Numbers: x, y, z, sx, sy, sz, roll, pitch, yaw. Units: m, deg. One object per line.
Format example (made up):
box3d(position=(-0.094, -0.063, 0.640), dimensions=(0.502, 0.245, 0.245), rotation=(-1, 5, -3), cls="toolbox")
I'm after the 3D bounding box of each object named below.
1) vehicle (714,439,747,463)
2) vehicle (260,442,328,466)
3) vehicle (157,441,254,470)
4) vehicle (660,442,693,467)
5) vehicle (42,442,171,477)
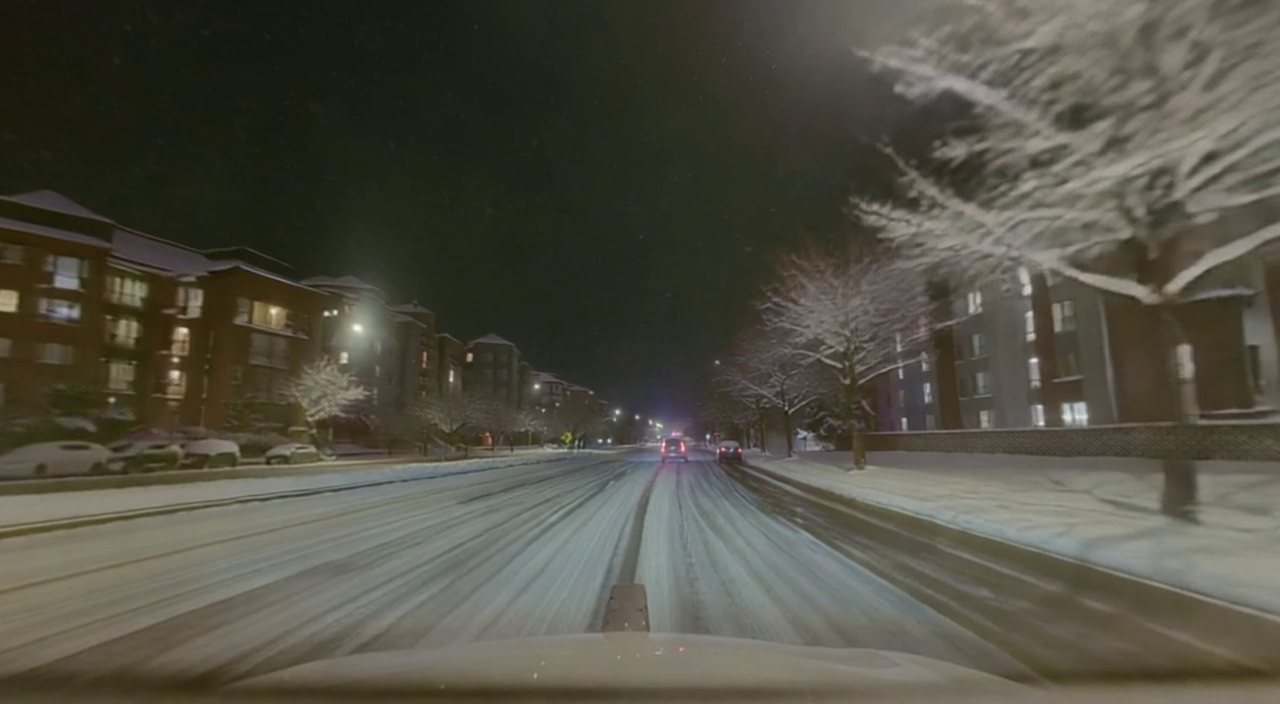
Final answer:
box3d(position=(6.688, 7.374, 47.126), dimensions=(2.121, 1.659, 4.675), rotation=(-1, -8, 5), cls="vehicle")
box3d(position=(-23.277, 6.843, 42.567), dimensions=(1.841, 1.493, 4.335), rotation=(-2, -9, 5), cls="vehicle")
box3d(position=(-24.061, 5.756, 35.158), dimensions=(1.814, 1.484, 4.474), rotation=(-1, -8, 8), cls="vehicle")
box3d(position=(2.166, 6.121, 37.916), dimensions=(1.871, 1.370, 4.206), rotation=(-1, -8, 3), cls="vehicle")
box3d(position=(-24.557, 4.940, 29.284), dimensions=(1.772, 1.447, 4.582), rotation=(-1, -8, 4), cls="vehicle")
